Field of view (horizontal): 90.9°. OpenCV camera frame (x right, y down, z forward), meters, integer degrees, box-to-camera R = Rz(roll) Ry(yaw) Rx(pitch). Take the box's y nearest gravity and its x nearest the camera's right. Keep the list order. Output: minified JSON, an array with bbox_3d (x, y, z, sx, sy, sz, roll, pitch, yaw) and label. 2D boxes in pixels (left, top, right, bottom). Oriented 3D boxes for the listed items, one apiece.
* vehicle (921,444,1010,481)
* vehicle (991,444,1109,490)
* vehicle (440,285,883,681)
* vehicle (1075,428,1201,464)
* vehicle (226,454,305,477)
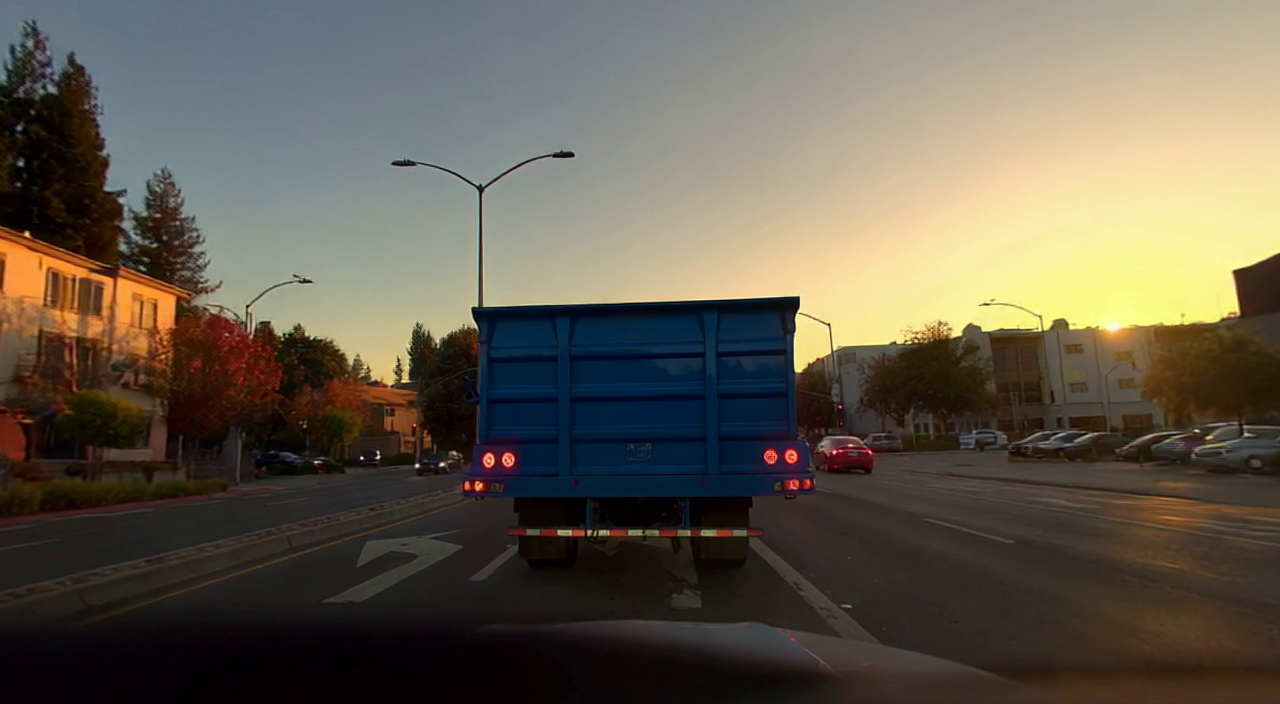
[{"bbox_3d":[14.155,4.796,27.735,1.777,1.488,4.081,-1,-8,1],"label":"vehicle"},{"bbox_3d":[14.301,3.991,22.262,1.702,1.475,3.670,-1,-8,1],"label":"vehicle"},{"bbox_3d":[0.281,1.275,7.409,2.650,2.391,7.008,-1,-8,3],"label":"vehicle"},{"bbox_3d":[23.136,4.386,29.439,4.171,1.614,1.894,-1,-8,1],"label":"vehicle"},{"bbox_3d":[-25.911,7.867,43.693,4.409,1.446,1.862,-2,-8,9],"label":"vehicle"}]
